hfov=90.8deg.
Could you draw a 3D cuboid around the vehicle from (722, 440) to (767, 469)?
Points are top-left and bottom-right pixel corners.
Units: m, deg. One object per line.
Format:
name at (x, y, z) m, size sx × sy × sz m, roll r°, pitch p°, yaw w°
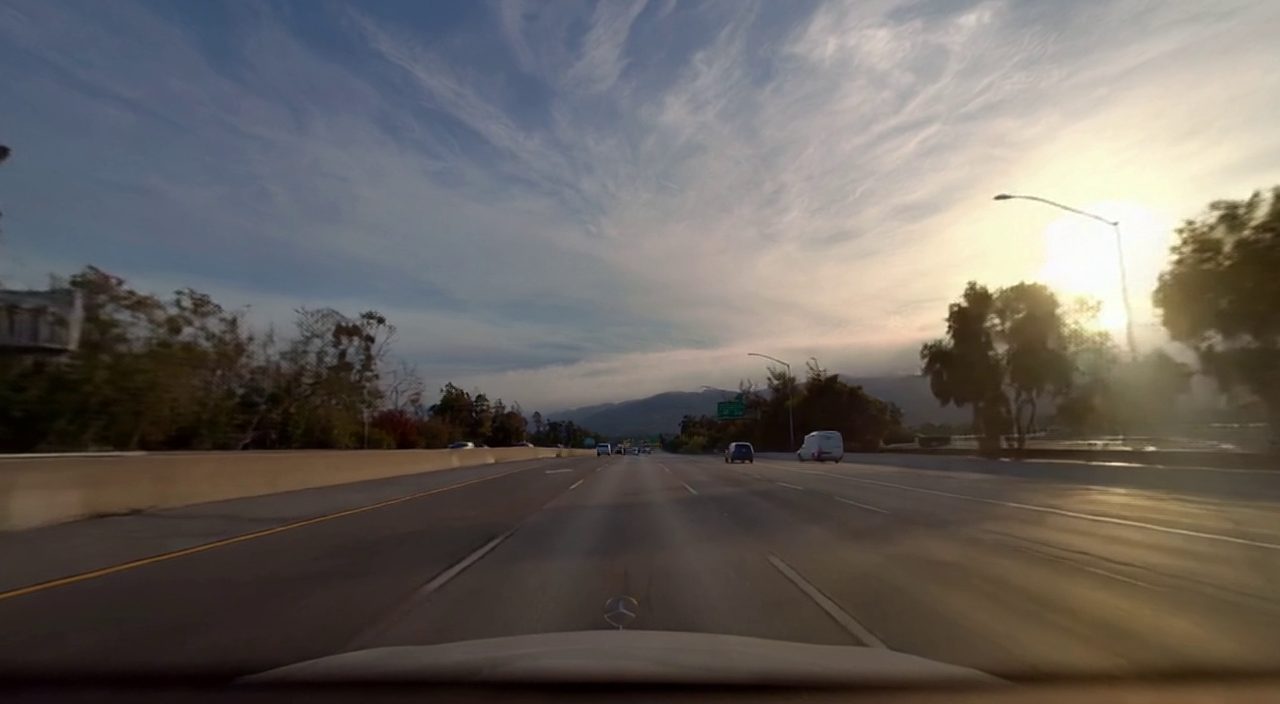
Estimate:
vehicle at (6.503, 6.424, 39.705) m, size 2.081 × 1.705 × 3.926 m, roll 0°, pitch -9°, yaw -1°
